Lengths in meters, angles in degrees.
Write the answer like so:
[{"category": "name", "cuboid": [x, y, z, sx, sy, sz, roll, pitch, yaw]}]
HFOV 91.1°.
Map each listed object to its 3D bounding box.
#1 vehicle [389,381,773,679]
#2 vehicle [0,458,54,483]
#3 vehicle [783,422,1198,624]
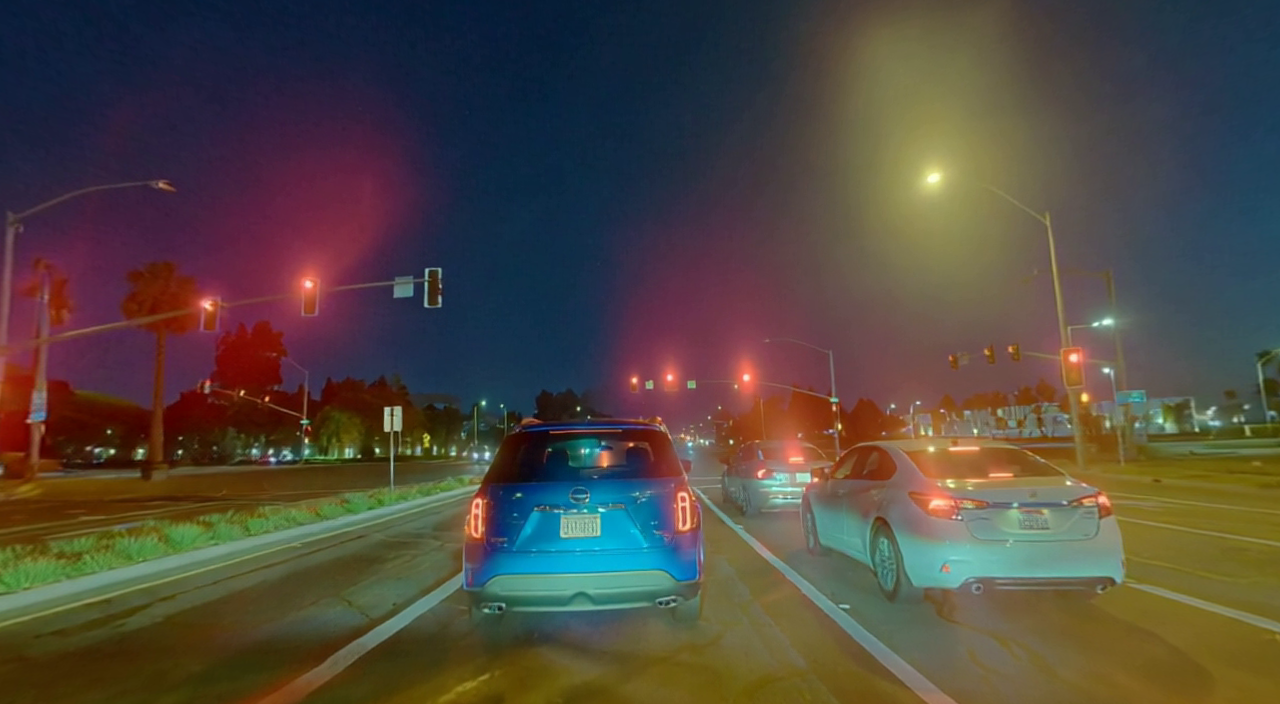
[{"category": "vehicle", "cuboid": [-0.340, 1.312, 5.686, 2.172, 1.694, 4.055, 0, -8, 0]}, {"category": "vehicle", "cuboid": [-47.870, 8.892, 47.267, 5.347, 1.785, 2.123, 0, -8, 2]}, {"category": "vehicle", "cuboid": [3.110, 1.602, 6.943, 1.971, 1.473, 4.495, 0, -8, 0]}]
